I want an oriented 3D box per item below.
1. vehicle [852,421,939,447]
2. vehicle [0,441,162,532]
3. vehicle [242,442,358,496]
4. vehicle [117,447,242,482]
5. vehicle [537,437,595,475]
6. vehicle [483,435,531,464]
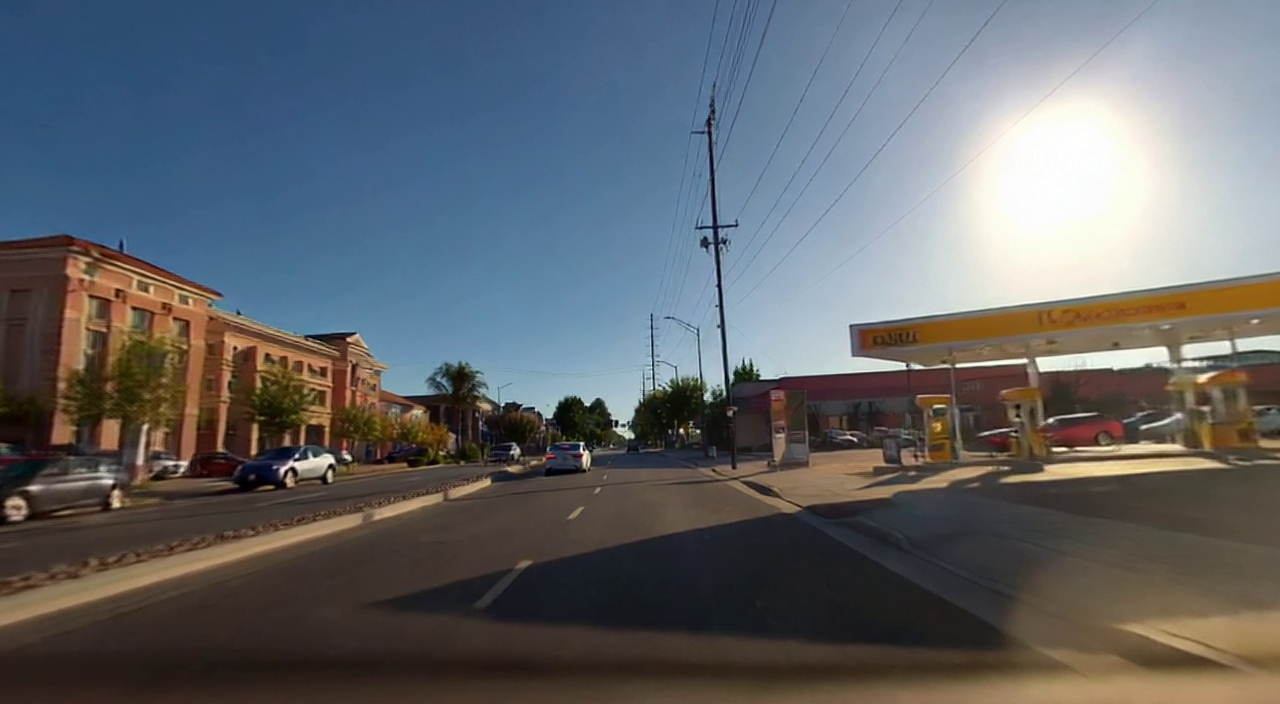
[{"bbox_3d":[17.173,5.532,42.532,4.943,1.646,2.072,0,-8,-2],"label":"vehicle"},{"bbox_3d":[-16.016,3.488,17.084,2.336,2.092,4.625,0,-8,1],"label":"vehicle"},{"bbox_3d":[-15.035,5.141,28.287,2.353,2.144,4.847,-1,-8,2],"label":"vehicle"},{"bbox_3d":[-23.785,5.805,32.757,4.687,1.696,2.269,0,-8,0],"label":"vehicle"},{"bbox_3d":[-3.119,4.462,27.309,2.073,1.525,3.968,0,-8,-1],"label":"vehicle"},{"bbox_3d":[-10.190,7.510,48.779,2.437,2.069,5.159,-1,-8,2],"label":"vehicle"}]
